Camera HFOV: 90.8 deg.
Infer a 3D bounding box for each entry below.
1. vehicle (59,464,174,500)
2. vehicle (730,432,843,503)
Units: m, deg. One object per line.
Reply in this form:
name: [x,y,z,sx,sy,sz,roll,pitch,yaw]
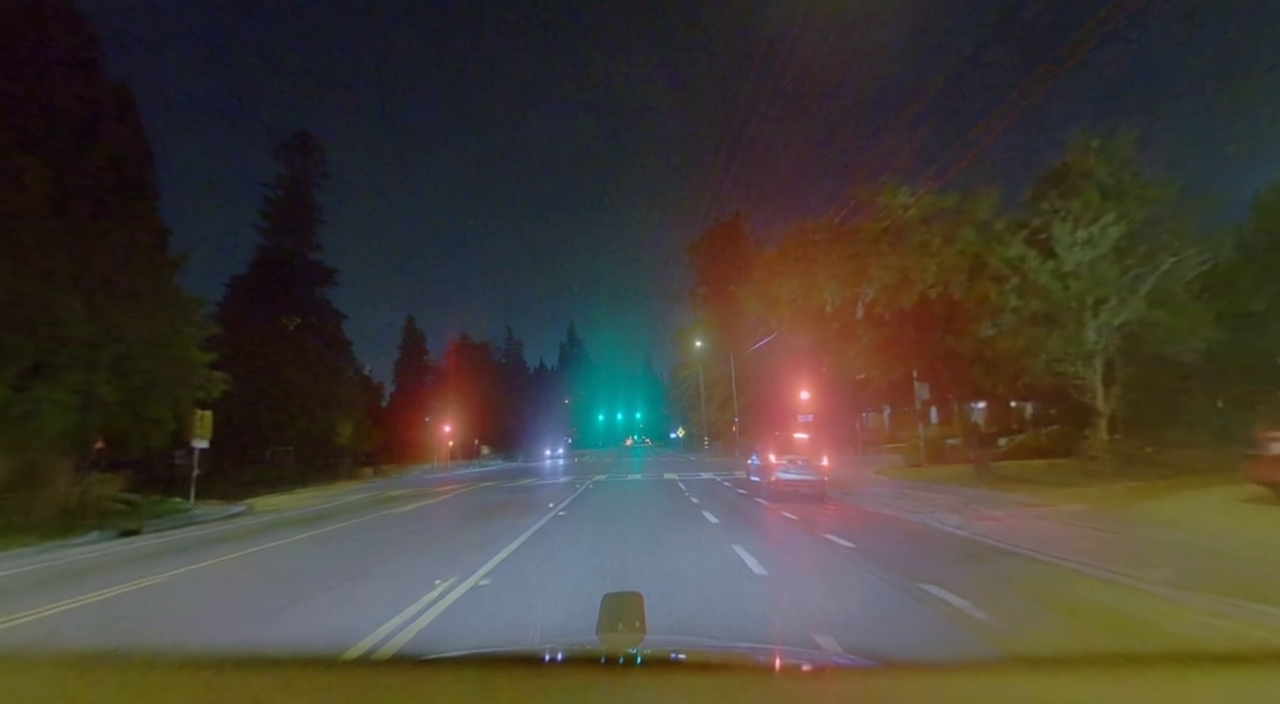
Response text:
vehicle: [-29.772,7.378,36.064,4.830,1.521,1.948,-5,-9,-2]
vehicle: [3.778,3.039,17.123,1.900,1.661,4.346,0,-8,-2]
